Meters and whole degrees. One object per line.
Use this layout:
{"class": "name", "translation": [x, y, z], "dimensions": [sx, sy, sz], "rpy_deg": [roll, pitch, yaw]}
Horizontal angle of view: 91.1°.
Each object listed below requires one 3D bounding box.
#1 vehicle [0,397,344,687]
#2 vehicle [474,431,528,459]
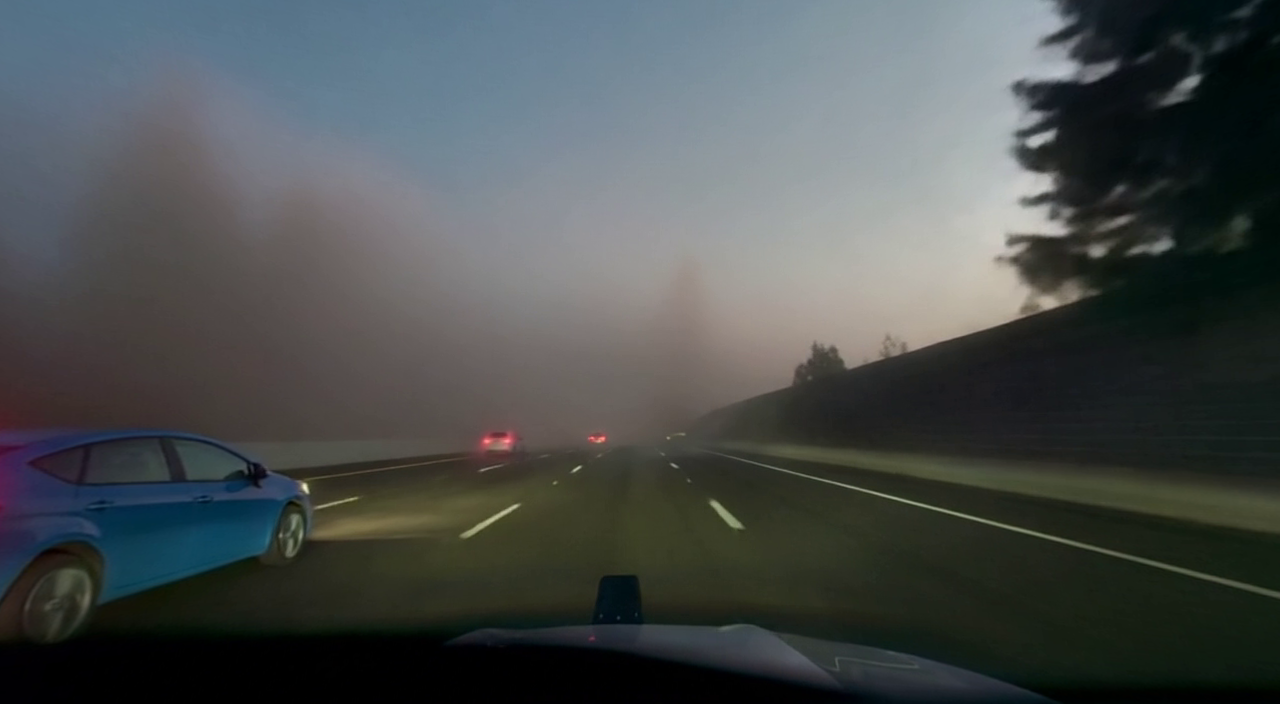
{"class": "vehicle", "translation": [-4.354, 1.221, 4.974], "dimensions": [2.079, 1.500, 3.881], "rpy_deg": [0, -8, 1]}
{"class": "vehicle", "translation": [-8.167, 5.498, 37.404], "dimensions": [2.053, 1.582, 4.878], "rpy_deg": [0, -8, 1]}
